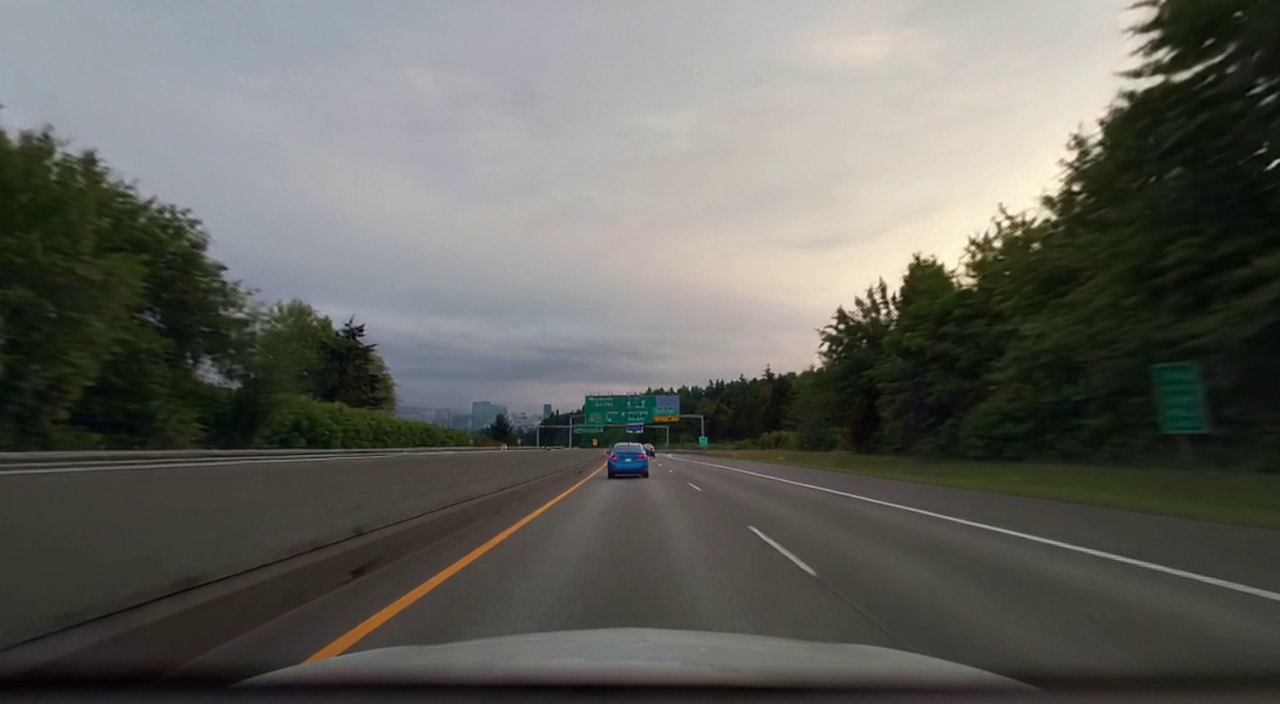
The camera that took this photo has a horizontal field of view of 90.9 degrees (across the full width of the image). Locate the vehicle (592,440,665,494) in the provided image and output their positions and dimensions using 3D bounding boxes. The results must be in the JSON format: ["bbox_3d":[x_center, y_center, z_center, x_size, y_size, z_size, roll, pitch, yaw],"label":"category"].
[{"bbox_3d":[-0.343,3.573,19.970,2.069,1.523,4.012,0,-9,0],"label":"vehicle"}]
